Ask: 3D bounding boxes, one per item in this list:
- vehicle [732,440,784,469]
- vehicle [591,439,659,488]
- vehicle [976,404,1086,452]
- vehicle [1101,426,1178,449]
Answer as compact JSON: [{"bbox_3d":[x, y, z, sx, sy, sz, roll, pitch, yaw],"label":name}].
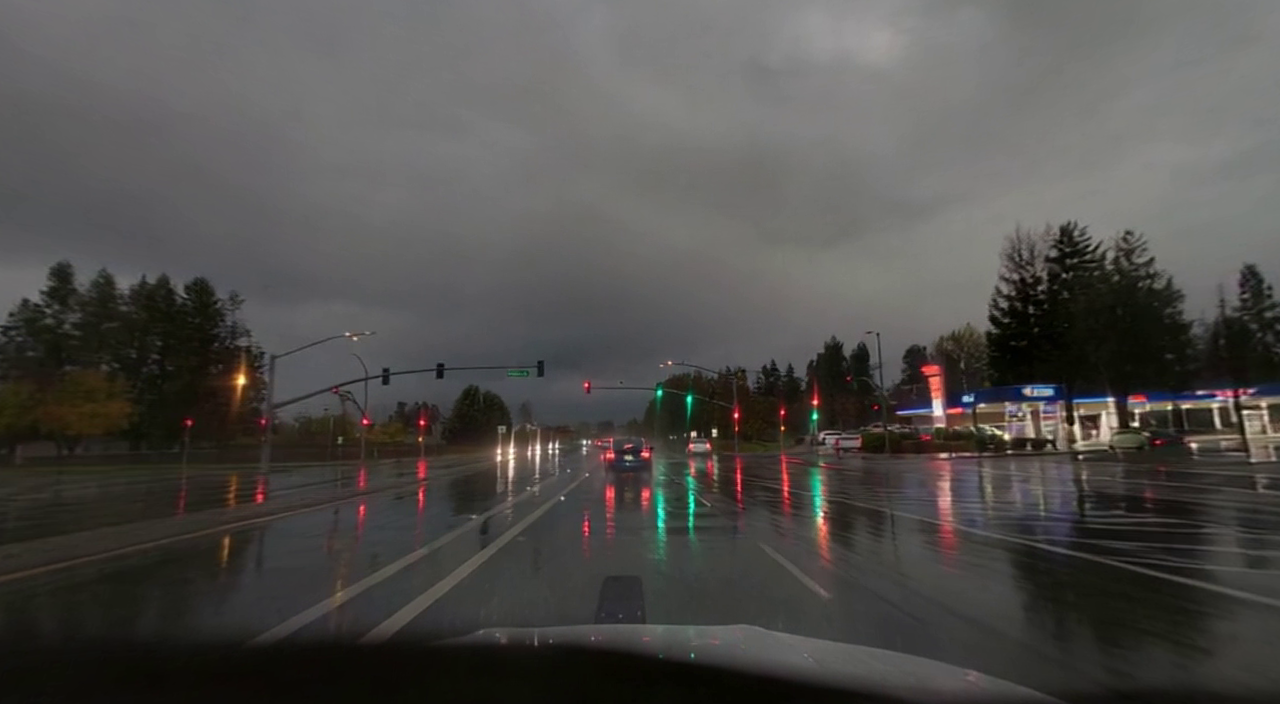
[{"bbox_3d":[6.308,5.549,34.326,1.890,1.489,4.396,0,-9,-1],"label":"vehicle"},{"bbox_3d":[-0.453,3.615,20.811,2.040,1.451,3.736,0,-9,0],"label":"vehicle"},{"bbox_3d":[28.981,5.799,47.365,2.940,3.265,7.968,0,-9,-1],"label":"vehicle"},{"bbox_3d":[37.571,6.501,47.674,1.879,1.650,4.496,1,-9,-5],"label":"vehicle"}]
